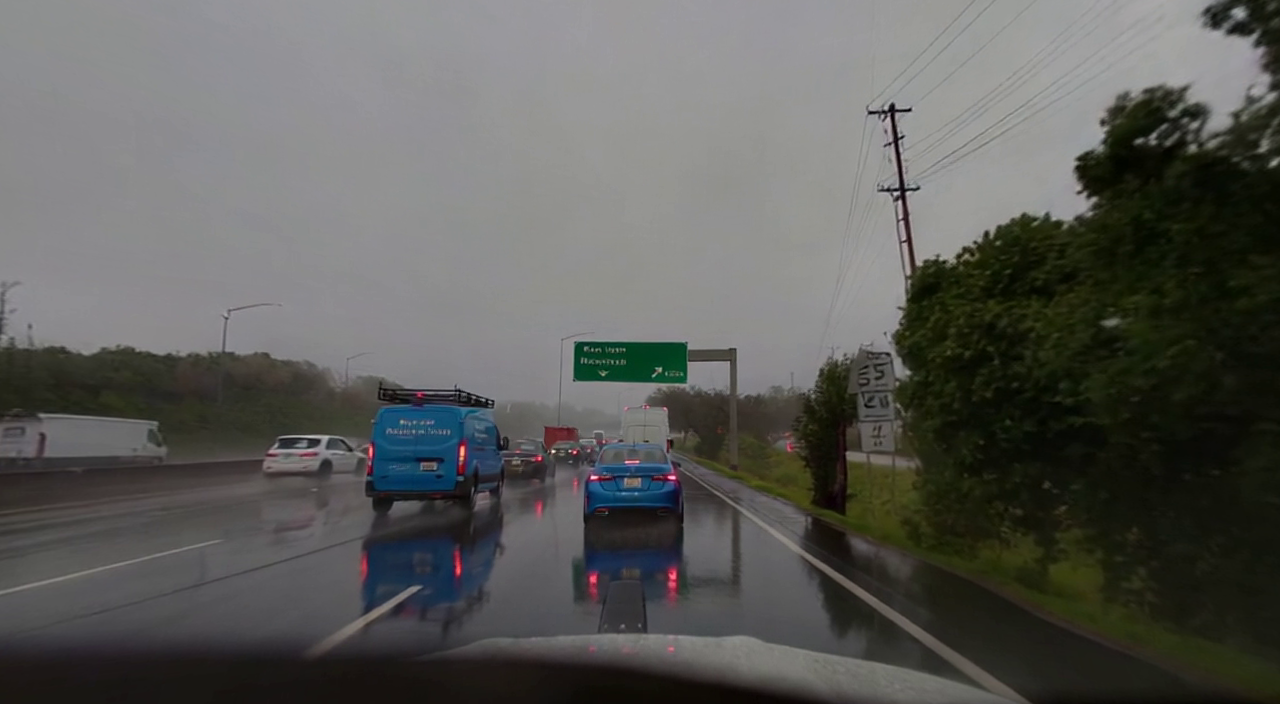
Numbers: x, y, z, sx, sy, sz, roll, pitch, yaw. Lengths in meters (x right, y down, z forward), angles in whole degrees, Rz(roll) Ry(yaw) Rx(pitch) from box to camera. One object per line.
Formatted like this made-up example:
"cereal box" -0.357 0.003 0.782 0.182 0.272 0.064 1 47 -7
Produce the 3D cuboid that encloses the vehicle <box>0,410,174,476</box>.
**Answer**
"vehicle" -37.389 6.082 41.973 2.933 3.731 11.455 -1 -8 4

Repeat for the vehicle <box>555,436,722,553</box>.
"vehicle" -0.023 2.067 9.863 2.054 1.421 4.090 0 -8 0

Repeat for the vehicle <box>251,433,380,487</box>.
"vehicle" -11.415 3.829 22.582 2.000 1.695 4.806 0 -8 1

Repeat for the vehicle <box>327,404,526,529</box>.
"vehicle" -3.784 2.140 12.220 2.142 1.952 4.556 0 -8 1
